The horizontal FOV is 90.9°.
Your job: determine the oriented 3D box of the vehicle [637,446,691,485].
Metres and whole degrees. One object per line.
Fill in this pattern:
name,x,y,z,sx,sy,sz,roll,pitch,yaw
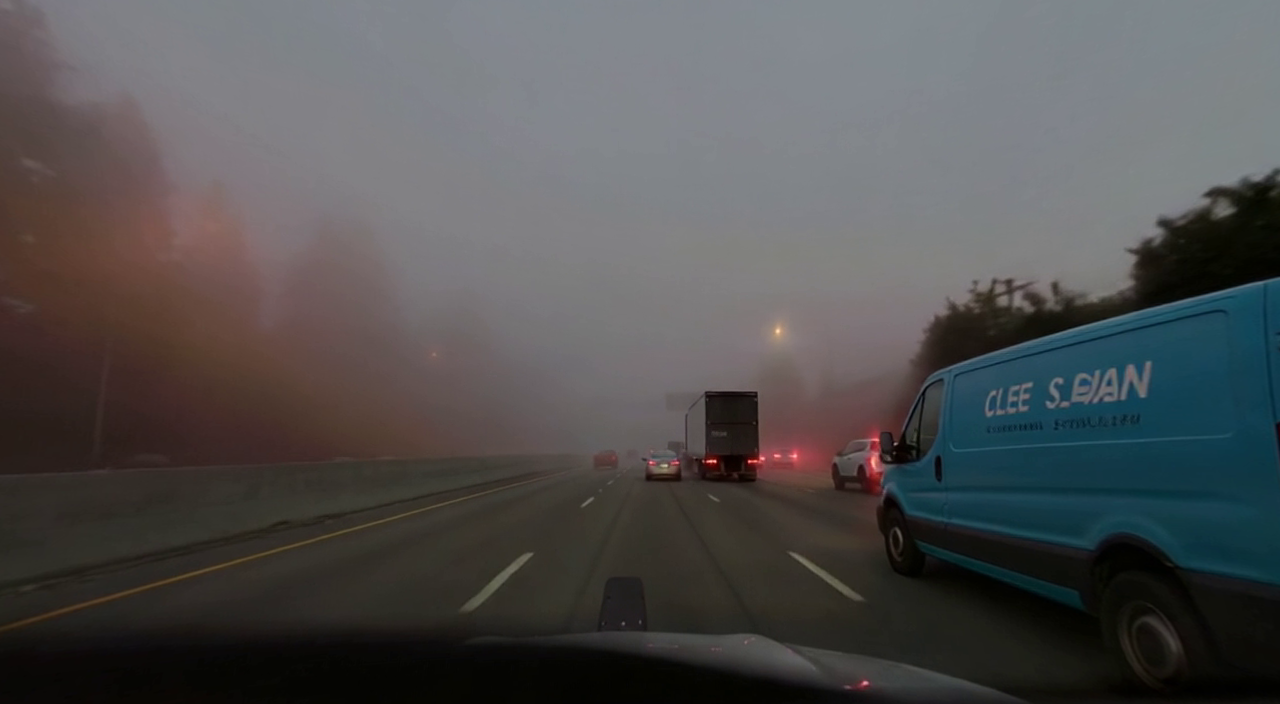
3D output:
vehicle,0.906,4.738,26.624,2.063,1.469,4.208,0,-9,-1

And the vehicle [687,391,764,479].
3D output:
vehicle,4.474,4.840,35.901,2.821,4.077,12.562,0,-9,1

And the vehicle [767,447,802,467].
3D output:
vehicle,11.350,8.243,49.728,1.870,1.525,3.680,0,-9,0

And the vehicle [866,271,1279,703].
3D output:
vehicle,3.752,0.941,4.086,2.441,2.017,5.739,0,-9,0
